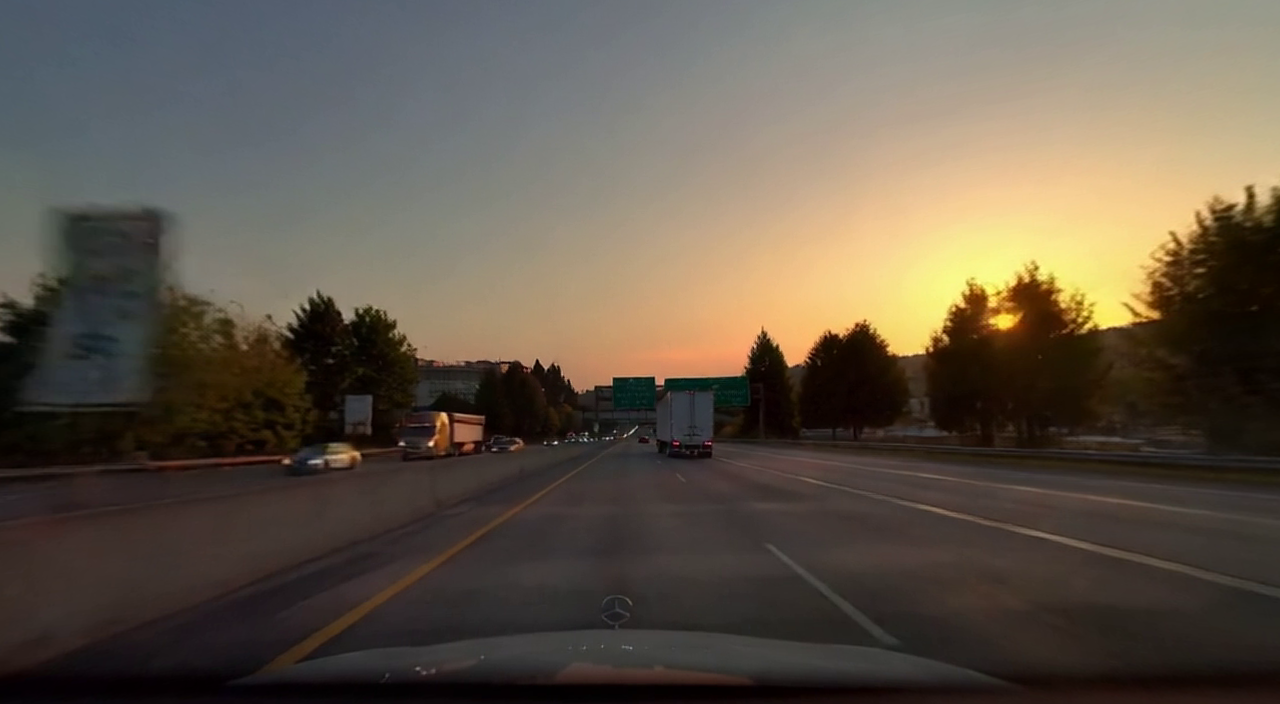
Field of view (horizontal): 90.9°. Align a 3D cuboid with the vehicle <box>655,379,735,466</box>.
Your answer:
[{"bbox_3d":[2.714,4.136,35.940,2.954,3.995,13.335,0,-8,-2],"label":"vehicle"}]

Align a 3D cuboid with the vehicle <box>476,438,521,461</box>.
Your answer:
[{"bbox_3d":[-9.529,6.582,42.810,2.015,1.471,4.662,0,-8,-1],"label":"vehicle"}]

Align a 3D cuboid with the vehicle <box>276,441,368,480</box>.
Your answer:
[{"bbox_3d":[-13.194,4.508,26.438,1.938,1.457,3.812,0,-8,-1],"label":"vehicle"}]
